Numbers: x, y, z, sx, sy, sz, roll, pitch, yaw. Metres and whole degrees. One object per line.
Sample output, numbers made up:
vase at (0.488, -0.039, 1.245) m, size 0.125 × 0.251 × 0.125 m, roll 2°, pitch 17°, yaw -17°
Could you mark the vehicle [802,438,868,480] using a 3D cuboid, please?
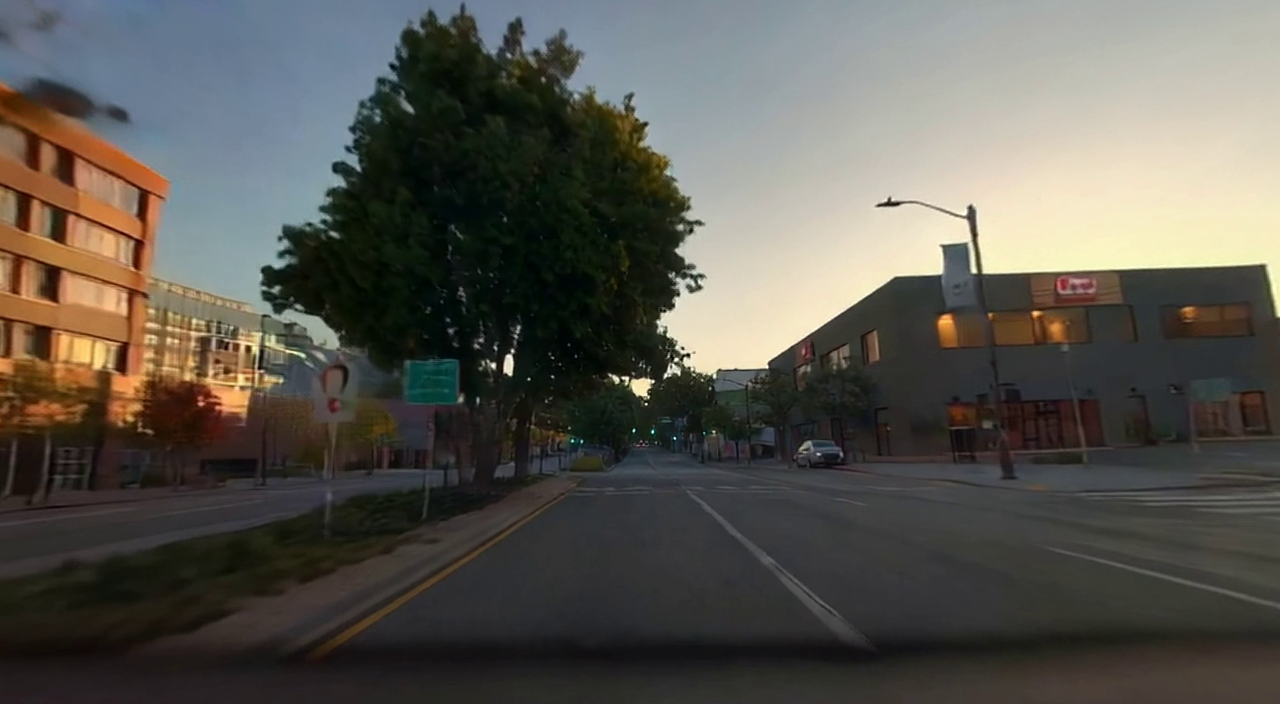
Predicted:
vehicle at (9.967, 5.545, 32.709) m, size 2.101 × 1.957 × 4.718 m, roll 0°, pitch -10°, yaw 3°
